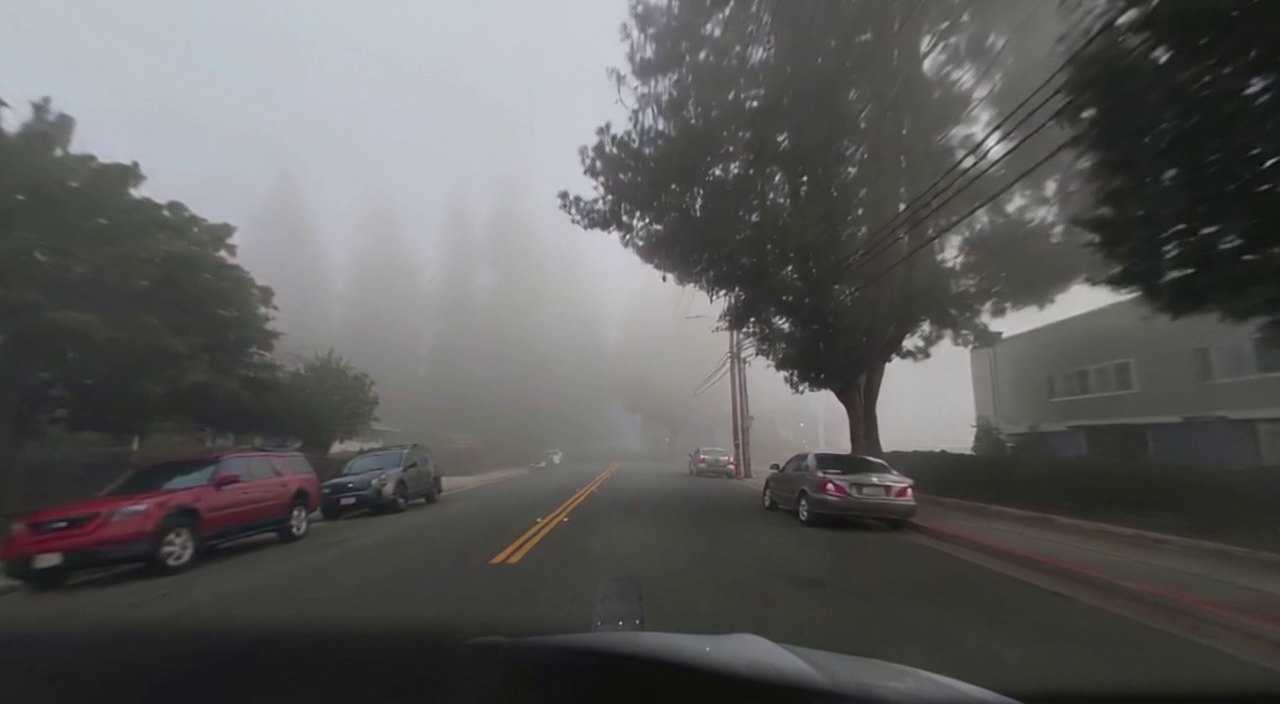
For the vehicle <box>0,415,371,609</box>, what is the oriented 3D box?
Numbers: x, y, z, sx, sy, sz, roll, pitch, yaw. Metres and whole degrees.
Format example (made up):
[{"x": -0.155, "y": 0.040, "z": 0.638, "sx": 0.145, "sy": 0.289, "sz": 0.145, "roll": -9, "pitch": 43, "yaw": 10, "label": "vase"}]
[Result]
[{"x": -6.294, "y": 2.080, "z": 9.263, "sx": 2.382, "sy": 1.869, "sz": 5.476, "roll": -4, "pitch": -9, "yaw": 0, "label": "vehicle"}]

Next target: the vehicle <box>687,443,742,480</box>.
[{"x": 3.154, "y": 4.702, "z": 27.425, "sx": 1.843, "sy": 1.495, "sz": 3.930, "roll": 0, "pitch": -8, "yaw": -1, "label": "vehicle"}]

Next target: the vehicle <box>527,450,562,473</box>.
[{"x": -6.679, "y": 7.680, "z": 44.613, "sx": 1.815, "sy": 1.402, "sz": 4.559, "roll": -4, "pitch": -8, "yaw": -2, "label": "vehicle"}]

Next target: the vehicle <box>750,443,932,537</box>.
[{"x": 3.428, "y": 2.402, "z": 11.746, "sx": 1.802, "sy": 1.382, "sz": 4.300, "roll": 0, "pitch": -8, "yaw": -2, "label": "vehicle"}]
